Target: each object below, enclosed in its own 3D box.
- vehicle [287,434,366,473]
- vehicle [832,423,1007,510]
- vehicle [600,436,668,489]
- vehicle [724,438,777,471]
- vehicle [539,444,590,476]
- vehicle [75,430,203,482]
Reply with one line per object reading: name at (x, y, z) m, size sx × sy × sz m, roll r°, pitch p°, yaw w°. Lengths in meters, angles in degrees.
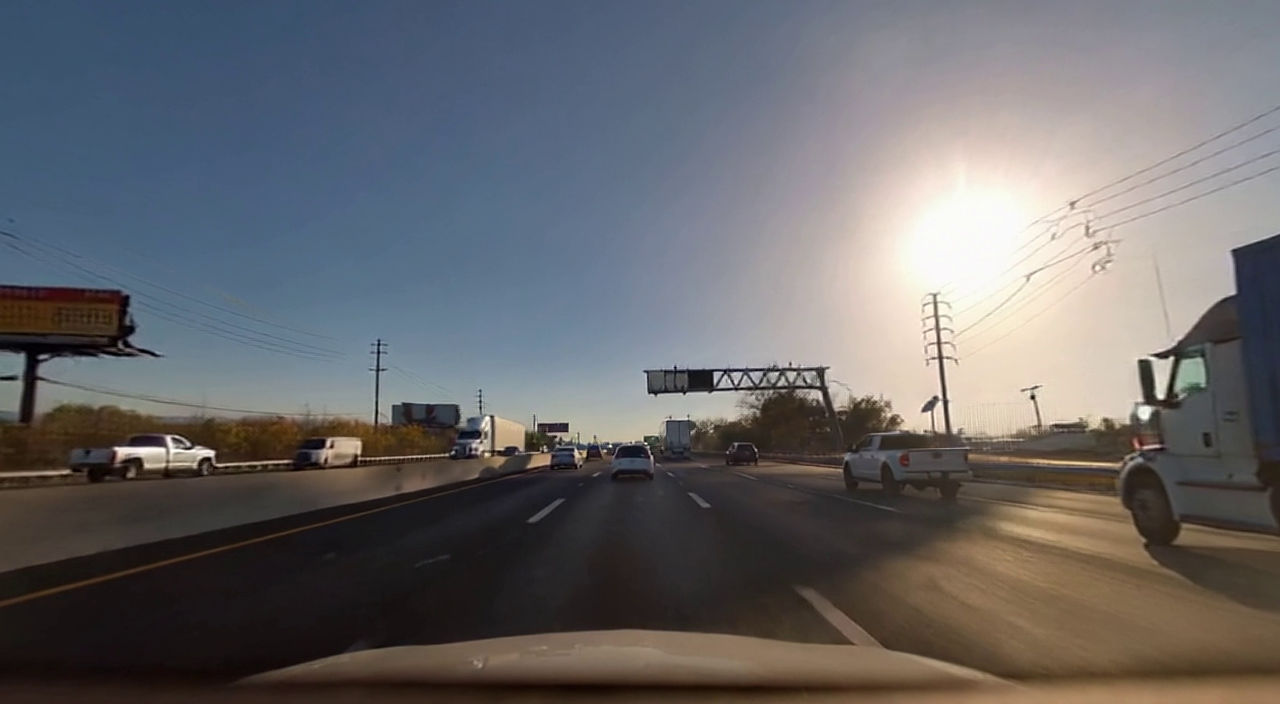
vehicle at (-20.947, 6.816, 42.585) m, size 2.247 × 2.391 × 5.960 m, roll 0°, pitch -9°, yaw 0°
vehicle at (6.861, 2.887, 16.332) m, size 2.086 × 1.862 × 5.232 m, roll 0°, pitch -9°, yaw 0°
vehicle at (-0.200, 3.894, 22.517) m, size 2.191 × 1.685 × 4.015 m, roll 0°, pitch -9°, yaw 0°
vehicle at (7.026, 6.569, 40.785) m, size 2.302 × 1.973 × 5.502 m, roll 0°, pitch -9°, yaw -1°
vehicle at (-3.766, 5.476, 32.251) m, size 2.025 × 1.498 × 4.675 m, roll 0°, pitch -9°, yaw 0°
vehicle at (-31.755, 6.533, 40.503) m, size 2.736 × 2.994 × 6.731 m, roll 0°, pitch -7°, yaw -1°
